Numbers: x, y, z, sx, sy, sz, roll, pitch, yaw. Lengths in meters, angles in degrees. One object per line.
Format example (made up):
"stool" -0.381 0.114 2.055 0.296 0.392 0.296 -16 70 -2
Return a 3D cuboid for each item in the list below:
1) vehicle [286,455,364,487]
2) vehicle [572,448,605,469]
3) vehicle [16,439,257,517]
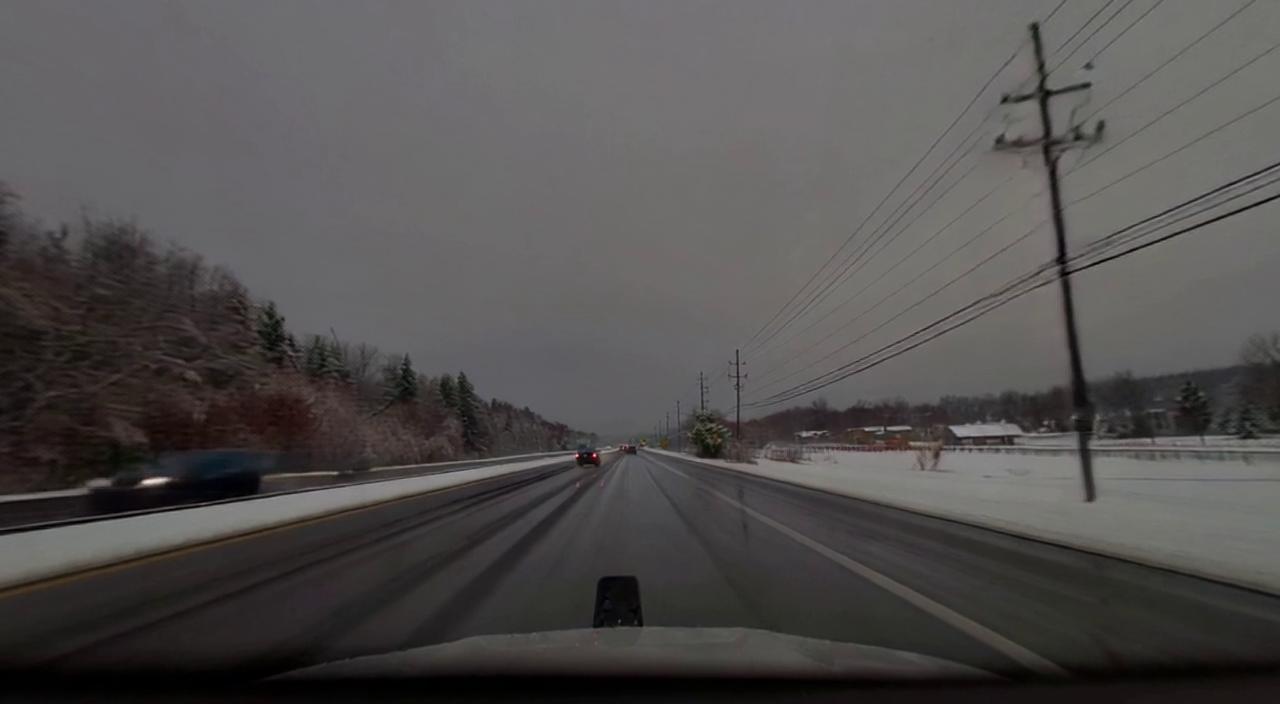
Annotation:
"vehicle" -16.702 6.326 33.549 1.838 1.504 4.574 0 -9 -1
"vehicle" -3.858 8.102 47.780 2.123 1.545 4.404 0 -9 0
"vehicle" -12.945 3.252 16.758 2.100 1.724 5.195 0 -9 0
